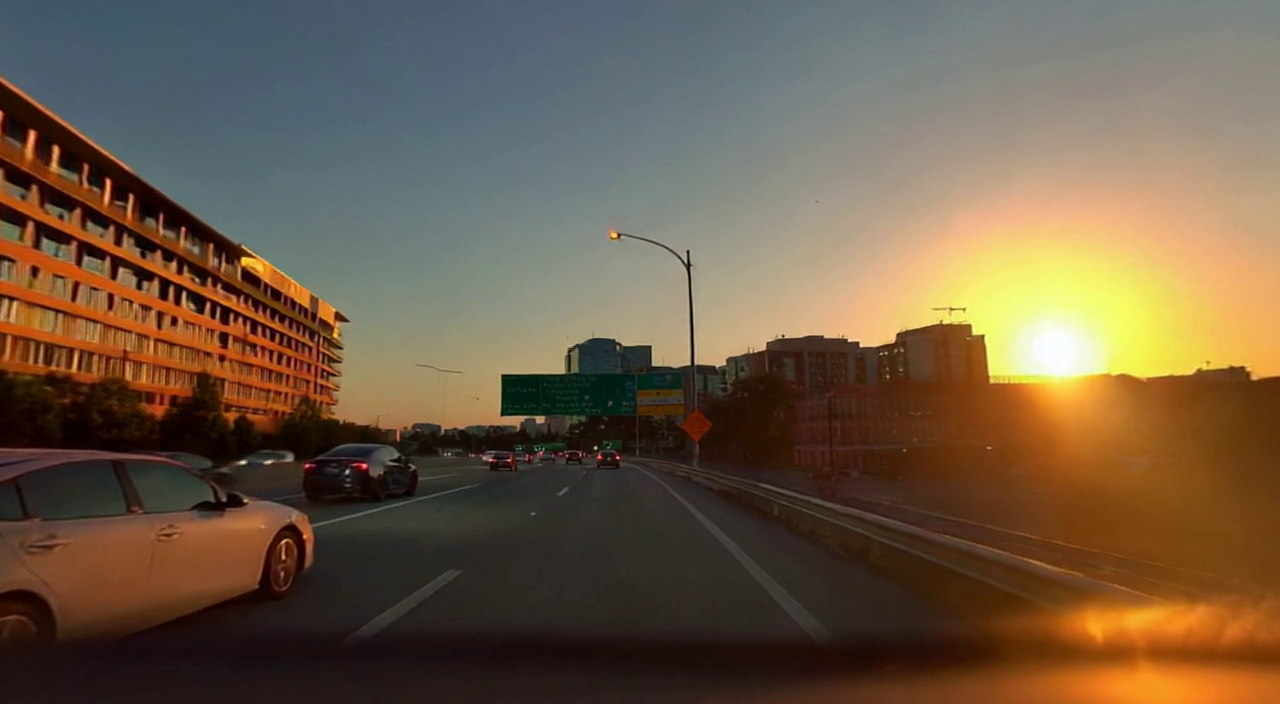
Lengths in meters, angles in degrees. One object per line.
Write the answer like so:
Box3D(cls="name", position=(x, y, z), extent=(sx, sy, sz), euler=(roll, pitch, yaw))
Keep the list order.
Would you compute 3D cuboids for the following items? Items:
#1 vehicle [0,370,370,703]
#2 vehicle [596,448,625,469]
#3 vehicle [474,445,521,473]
Box3D(cls="vehicle", position=(-3.762, 1.147, 4.006), extent=(2.036, 1.717, 4.592), euler=(0, -9, 0))
Box3D(cls="vehicle", position=(-2.229, 7.999, 47.419), extent=(2.110, 1.501, 4.319), euler=(0, -9, -3))
Box3D(cls="vehicle", position=(-9.085, 6.827, 40.495), extent=(2.065, 1.689, 4.399), euler=(0, -9, -2))
